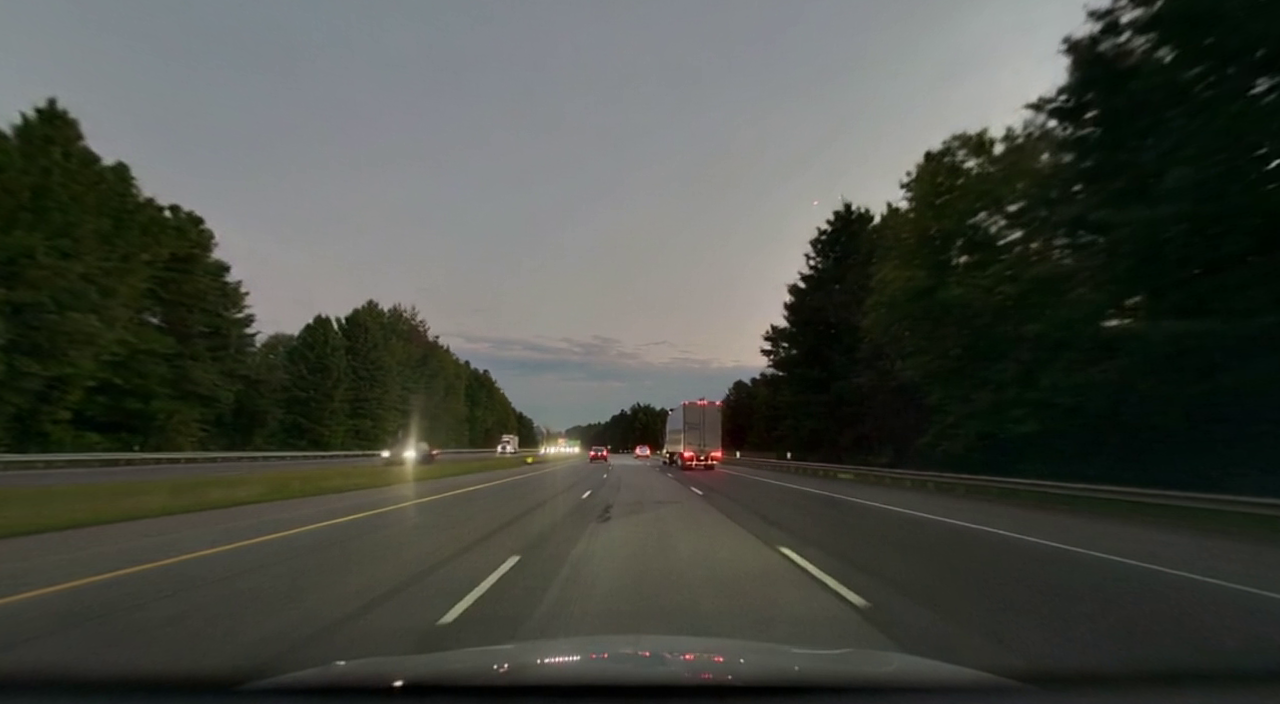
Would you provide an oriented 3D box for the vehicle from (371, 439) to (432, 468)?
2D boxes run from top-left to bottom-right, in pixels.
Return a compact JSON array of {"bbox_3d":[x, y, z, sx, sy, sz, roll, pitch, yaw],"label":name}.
[{"bbox_3d":[-13.296,5.703,35.403,1.896,1.520,4.043,0,-9,-2],"label":"vehicle"}]

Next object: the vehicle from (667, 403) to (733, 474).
[{"bbox_3d":[3.741,6.005,42.999,2.950,4.033,13.276,0,-9,-1],"label":"vehicle"}]
